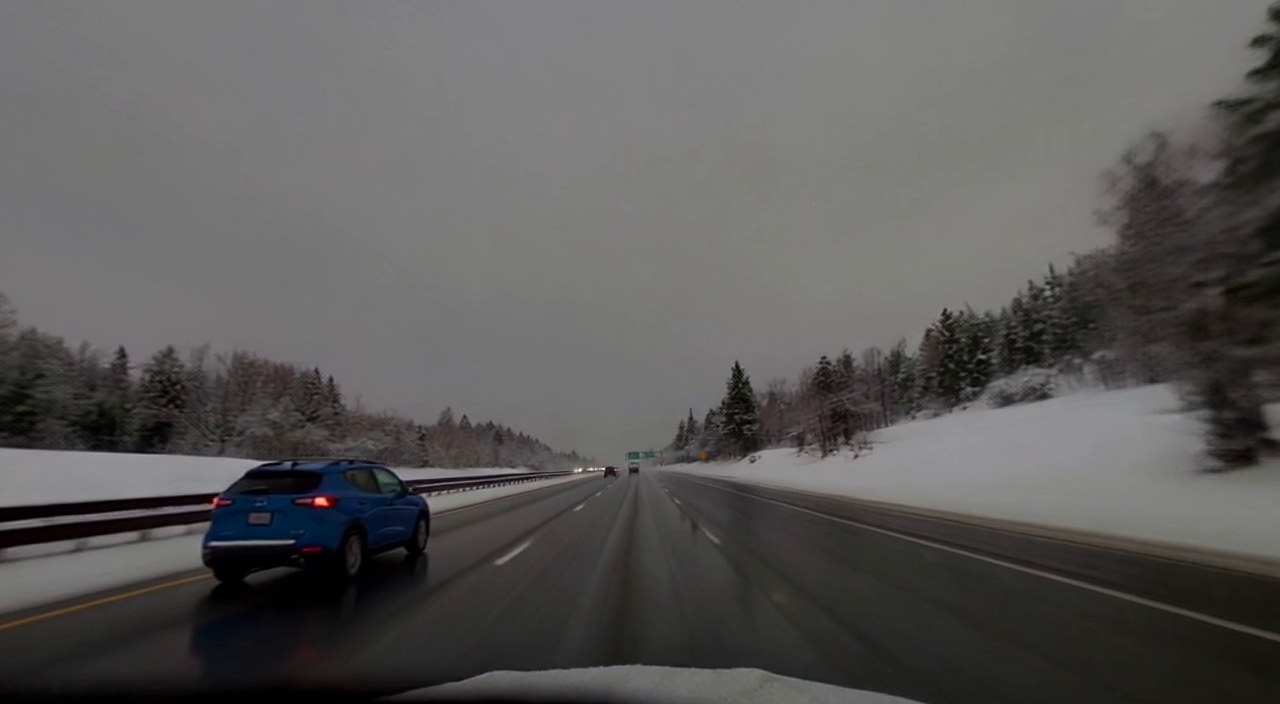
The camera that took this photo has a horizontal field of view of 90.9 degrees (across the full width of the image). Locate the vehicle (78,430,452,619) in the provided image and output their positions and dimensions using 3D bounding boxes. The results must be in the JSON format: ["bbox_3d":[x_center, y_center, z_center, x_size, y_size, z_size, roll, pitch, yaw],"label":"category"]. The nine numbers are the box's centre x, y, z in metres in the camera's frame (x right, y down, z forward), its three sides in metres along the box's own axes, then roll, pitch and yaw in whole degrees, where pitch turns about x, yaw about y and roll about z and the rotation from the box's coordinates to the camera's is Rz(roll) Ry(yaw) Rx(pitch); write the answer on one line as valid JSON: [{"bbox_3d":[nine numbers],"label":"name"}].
[{"bbox_3d":[-3.752,1.815,7.368,1.797,1.532,4.072,1,-10,0],"label":"vehicle"}]
